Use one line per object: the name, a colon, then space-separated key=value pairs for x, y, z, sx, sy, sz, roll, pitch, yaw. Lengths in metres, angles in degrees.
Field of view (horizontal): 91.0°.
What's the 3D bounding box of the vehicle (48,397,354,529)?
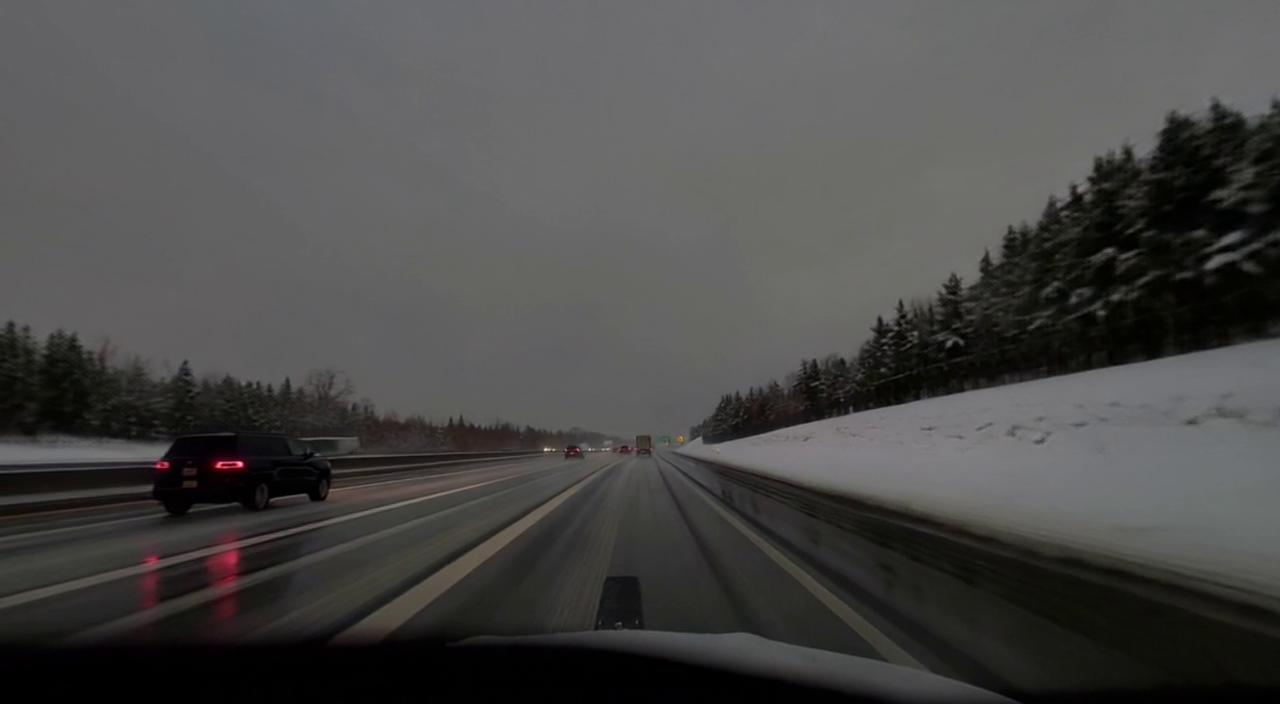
vehicle: x=-7.699 y=2.032 z=11.935 sx=2.163 sy=1.947 sz=4.959 roll=0 pitch=-9 yaw=0
